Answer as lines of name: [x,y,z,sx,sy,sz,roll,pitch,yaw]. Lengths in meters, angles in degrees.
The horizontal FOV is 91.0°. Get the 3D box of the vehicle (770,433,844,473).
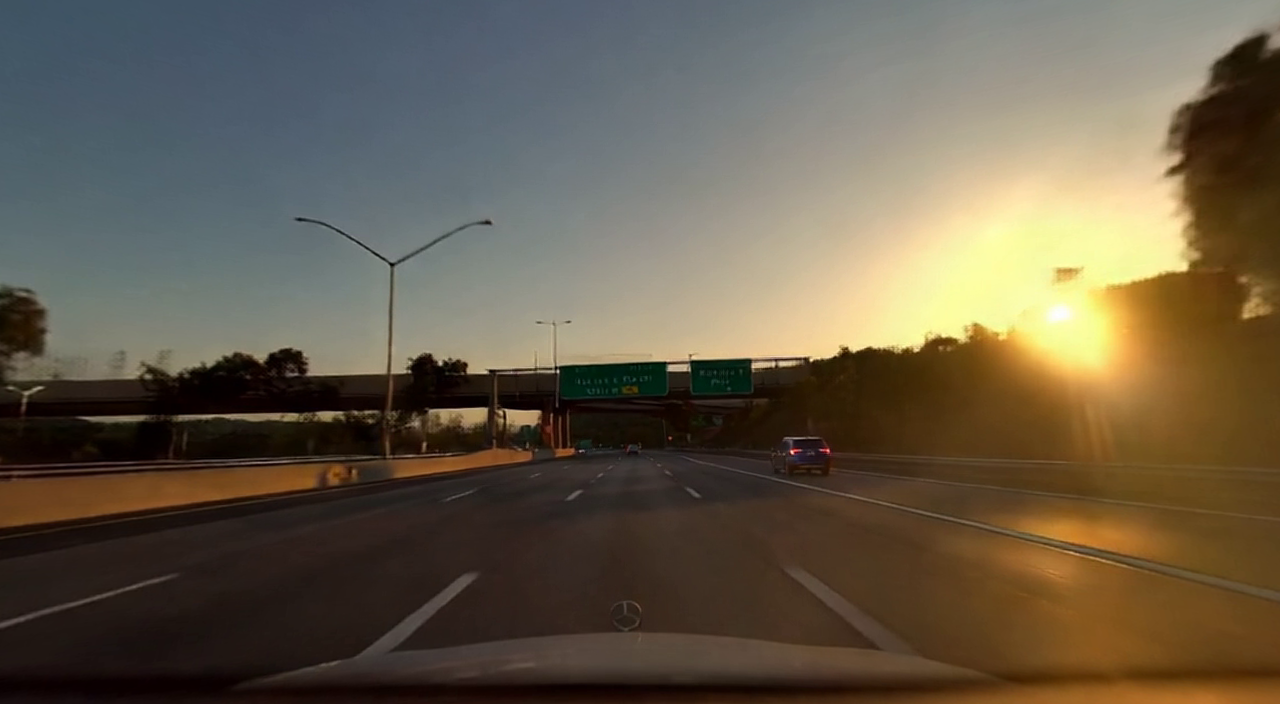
vehicle: [7.709,4.730,29.544,2.091,1.711,4.383,0,-9,-2]
